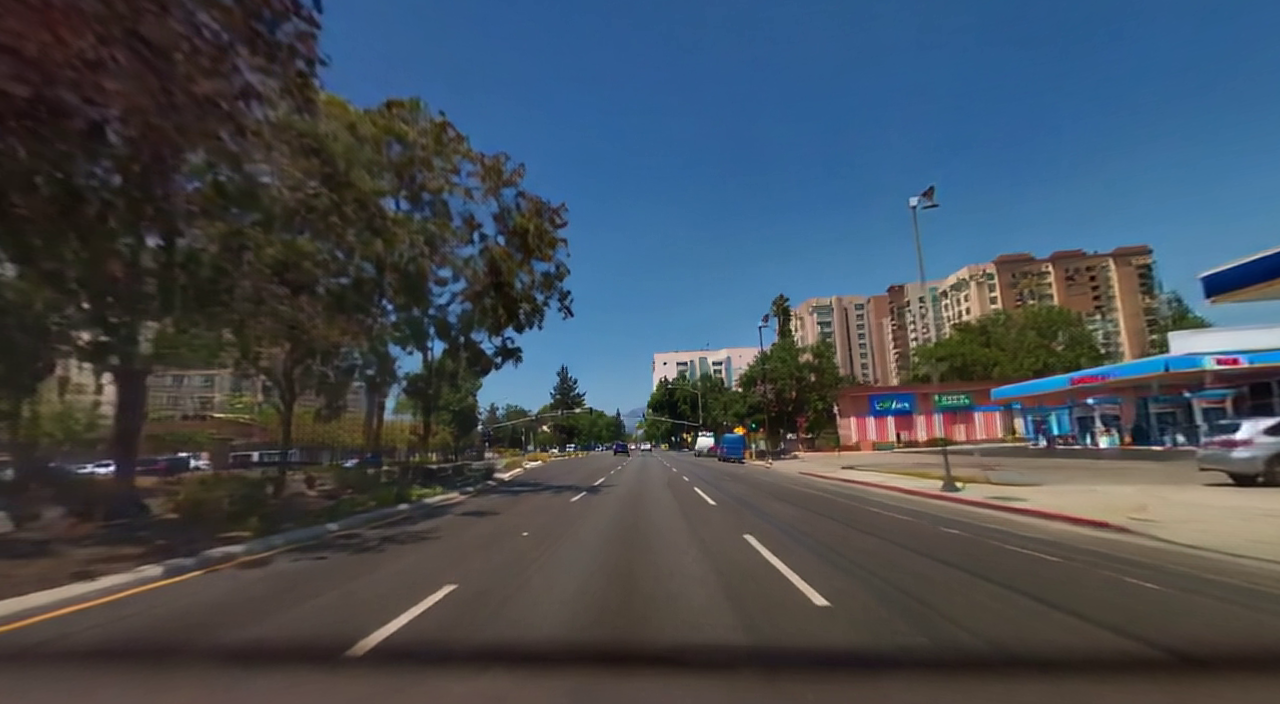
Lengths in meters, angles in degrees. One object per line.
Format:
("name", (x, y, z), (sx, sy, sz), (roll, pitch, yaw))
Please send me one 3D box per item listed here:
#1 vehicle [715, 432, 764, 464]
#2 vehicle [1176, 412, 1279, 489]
("vehicle", (7.724, 7.554, 49.829), (2.764, 2.327, 6.492), (0, -8, 0))
("vehicle", (15.917, 2.413, 15.531), (4.399, 1.686, 1.970), (3, -9, -19))
